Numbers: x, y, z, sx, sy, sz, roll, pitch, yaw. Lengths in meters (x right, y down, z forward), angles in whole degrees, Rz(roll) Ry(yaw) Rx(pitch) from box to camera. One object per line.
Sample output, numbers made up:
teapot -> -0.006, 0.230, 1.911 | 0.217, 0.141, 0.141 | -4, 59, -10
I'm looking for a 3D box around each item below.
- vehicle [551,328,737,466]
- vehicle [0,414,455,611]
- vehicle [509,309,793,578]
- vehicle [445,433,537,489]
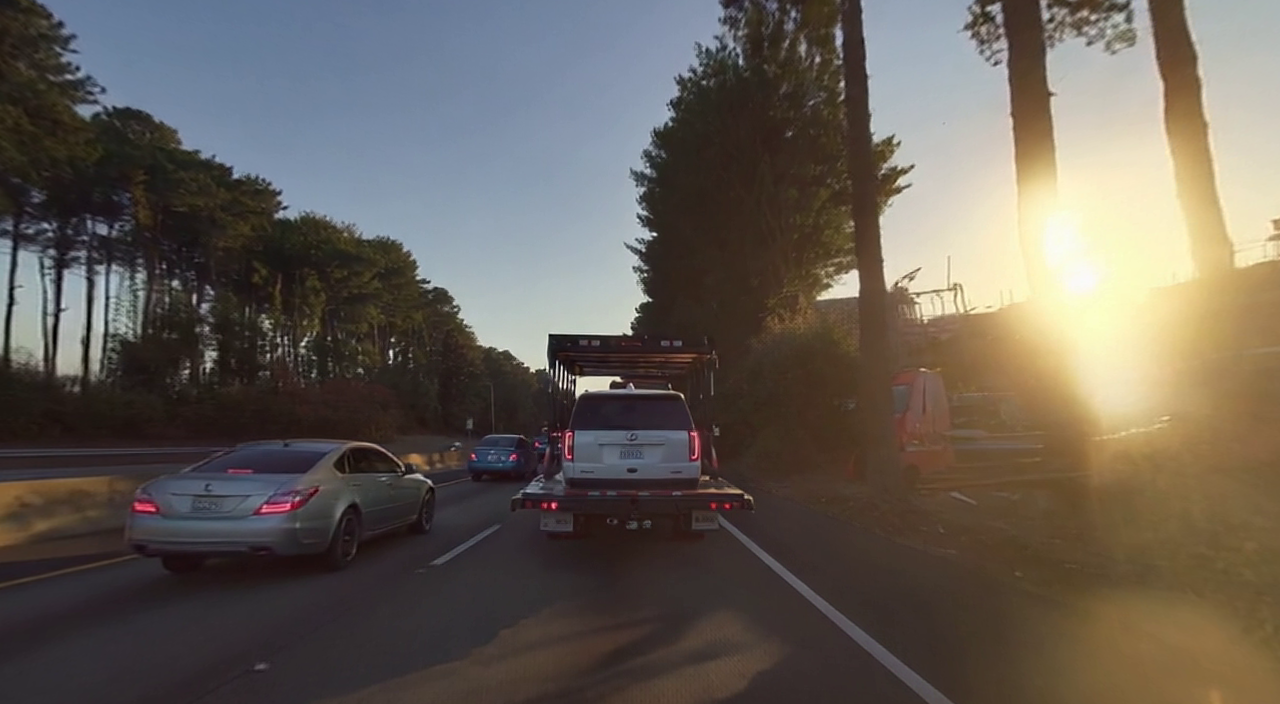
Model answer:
vehicle -> -0.089, 0.870, 9.709 | 2.156, 1.604, 4.680 | 0, -9, -3
vehicle -> -3.982, 1.622, 7.447 | 2.155, 1.513, 4.964 | 0, -9, -1
vehicle -> -0.199, 1.652, 11.392 | 2.735, 2.597, 10.435 | 1, -9, -4
vehicle -> -4.826, 3.613, 21.211 | 2.057, 1.665, 4.572 | 0, -9, -1
